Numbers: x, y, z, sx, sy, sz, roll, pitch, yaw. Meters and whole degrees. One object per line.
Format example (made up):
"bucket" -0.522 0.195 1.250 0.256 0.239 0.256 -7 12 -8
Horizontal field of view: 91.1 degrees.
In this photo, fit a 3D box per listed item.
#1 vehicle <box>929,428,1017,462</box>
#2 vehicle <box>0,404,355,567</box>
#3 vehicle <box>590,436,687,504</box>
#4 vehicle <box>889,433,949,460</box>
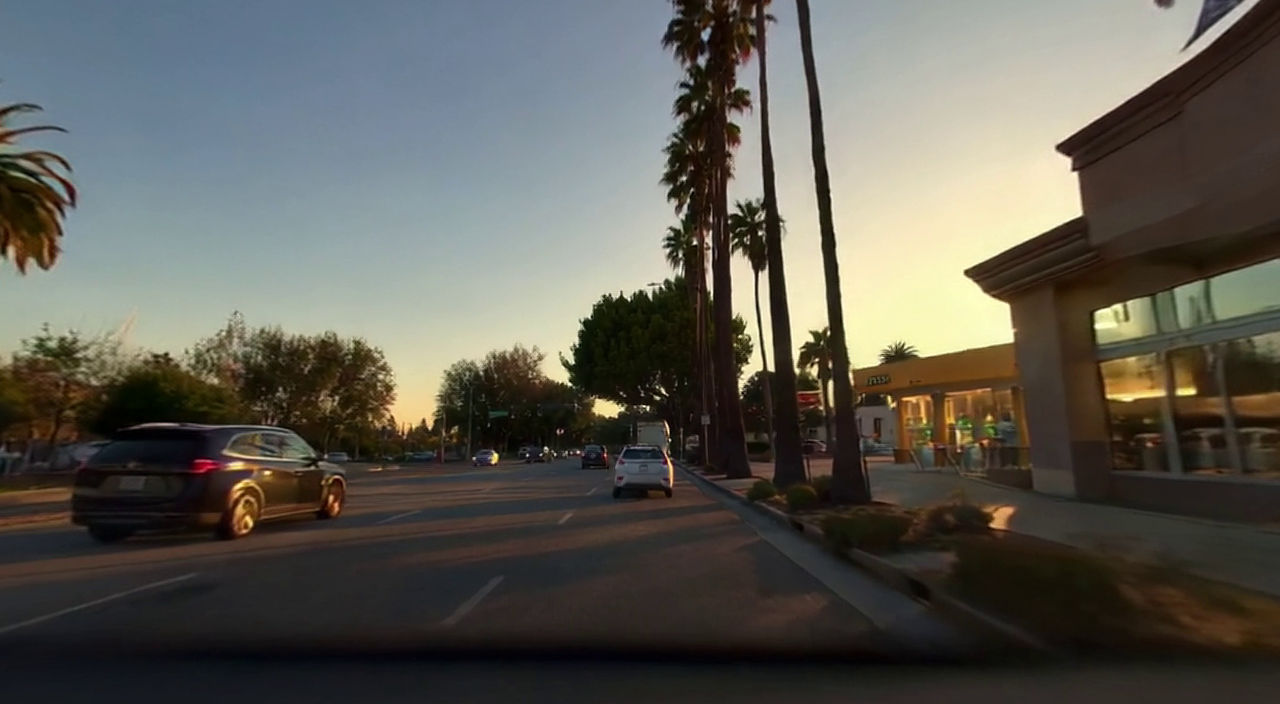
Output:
"vehicle" 17.229 4.860 32.748 2.009 1.630 4.436 1 -9 -2
"vehicle" -6.175 1.763 8.925 2.057 1.705 4.394 0 -9 1
"vehicle" 0.016 2.957 16.139 2.145 1.483 4.453 0 -9 1
"vehicle" 17.088 5.824 38.633 1.902 1.502 4.395 0 -9 4
